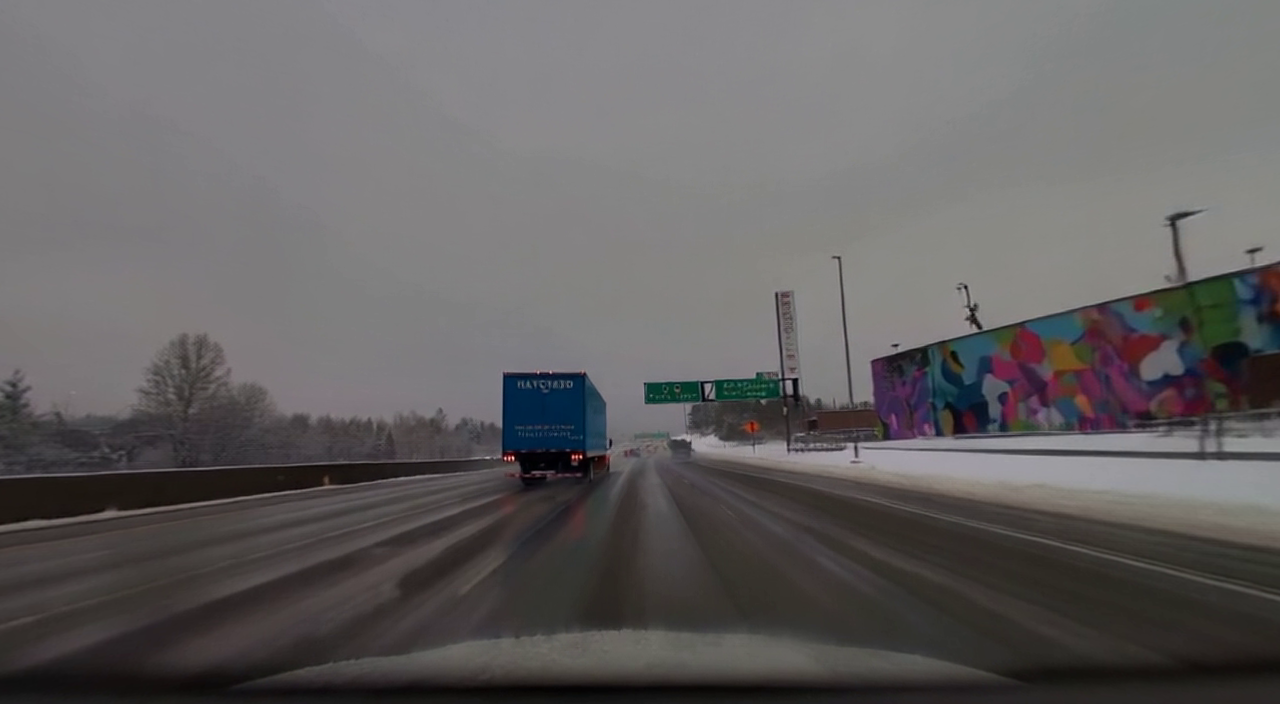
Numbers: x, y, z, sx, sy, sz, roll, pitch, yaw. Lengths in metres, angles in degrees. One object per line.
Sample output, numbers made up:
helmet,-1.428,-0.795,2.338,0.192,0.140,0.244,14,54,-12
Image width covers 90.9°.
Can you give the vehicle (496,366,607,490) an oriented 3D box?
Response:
vehicle,-3.156,3.069,25.285,2.977,4.048,8.890,-1,-8,1
